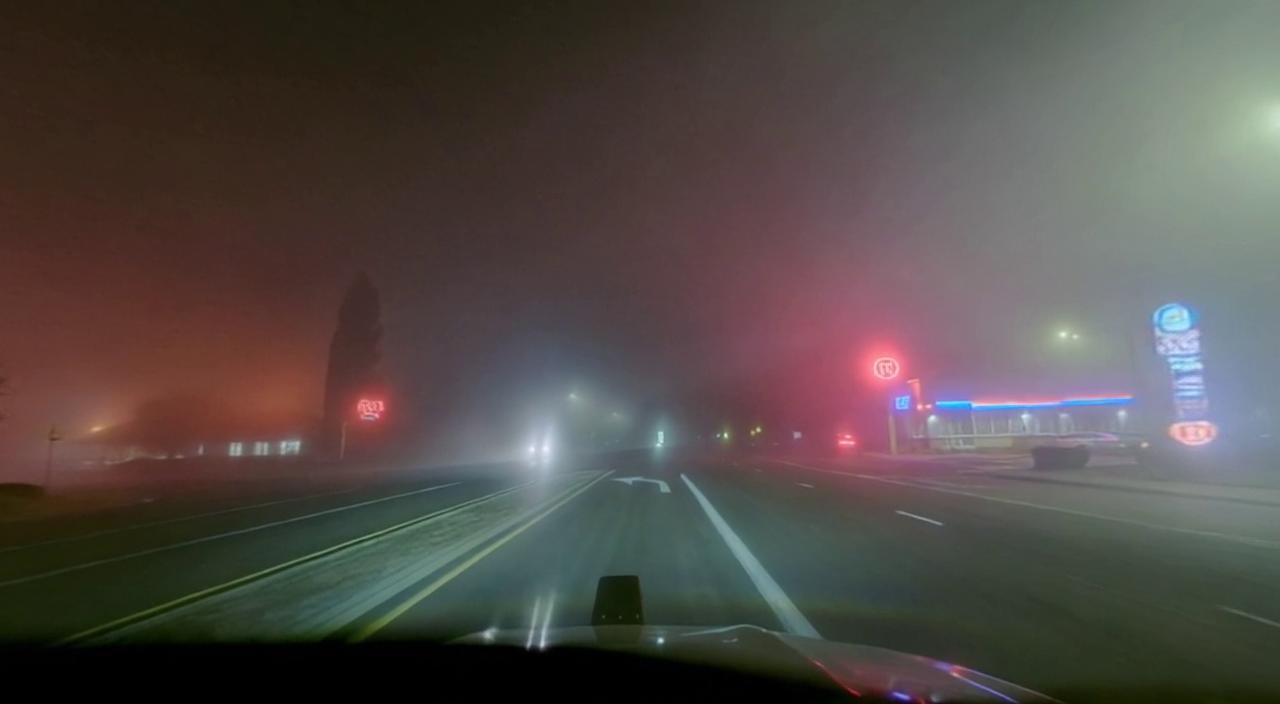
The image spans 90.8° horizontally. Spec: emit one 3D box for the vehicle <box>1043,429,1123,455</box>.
[{"bbox_3d":[27.628,5.625,39.596,1.836,1.497,4.419,-1,-8,1],"label":"vehicle"}]

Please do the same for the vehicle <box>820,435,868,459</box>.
[{"bbox_3d":[14.978,7.015,46.664,1.987,1.694,4.523,-1,-8,0],"label":"vehicle"}]

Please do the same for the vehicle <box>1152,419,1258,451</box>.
[{"bbox_3d":[35.861,5.288,40.331,2.028,1.886,5.190,0,-8,1],"label":"vehicle"}]
